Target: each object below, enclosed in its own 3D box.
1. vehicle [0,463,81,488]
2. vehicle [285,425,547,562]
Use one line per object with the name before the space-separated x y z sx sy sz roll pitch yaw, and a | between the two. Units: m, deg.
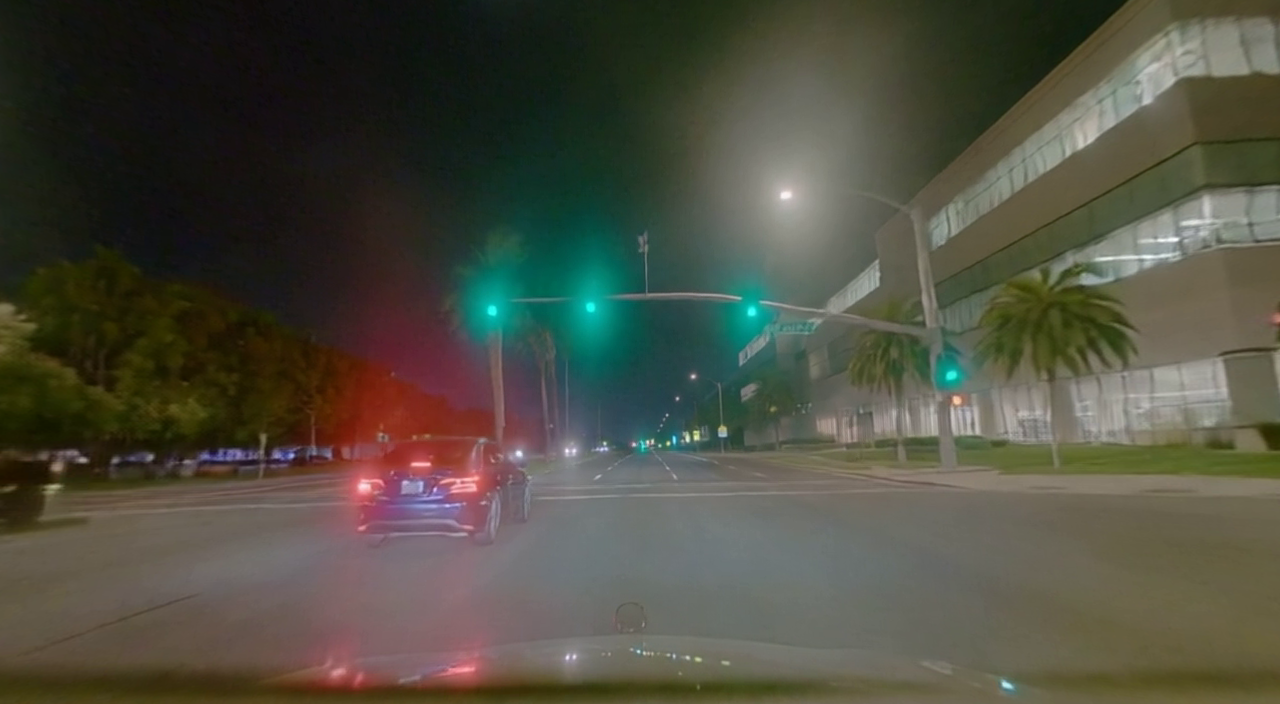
vehicle | -43.588 8.868 45.652 1.864 1.556 4.664 0 -8 1
vehicle | -2.925 1.973 9.665 2.162 1.549 4.795 0 -8 1
